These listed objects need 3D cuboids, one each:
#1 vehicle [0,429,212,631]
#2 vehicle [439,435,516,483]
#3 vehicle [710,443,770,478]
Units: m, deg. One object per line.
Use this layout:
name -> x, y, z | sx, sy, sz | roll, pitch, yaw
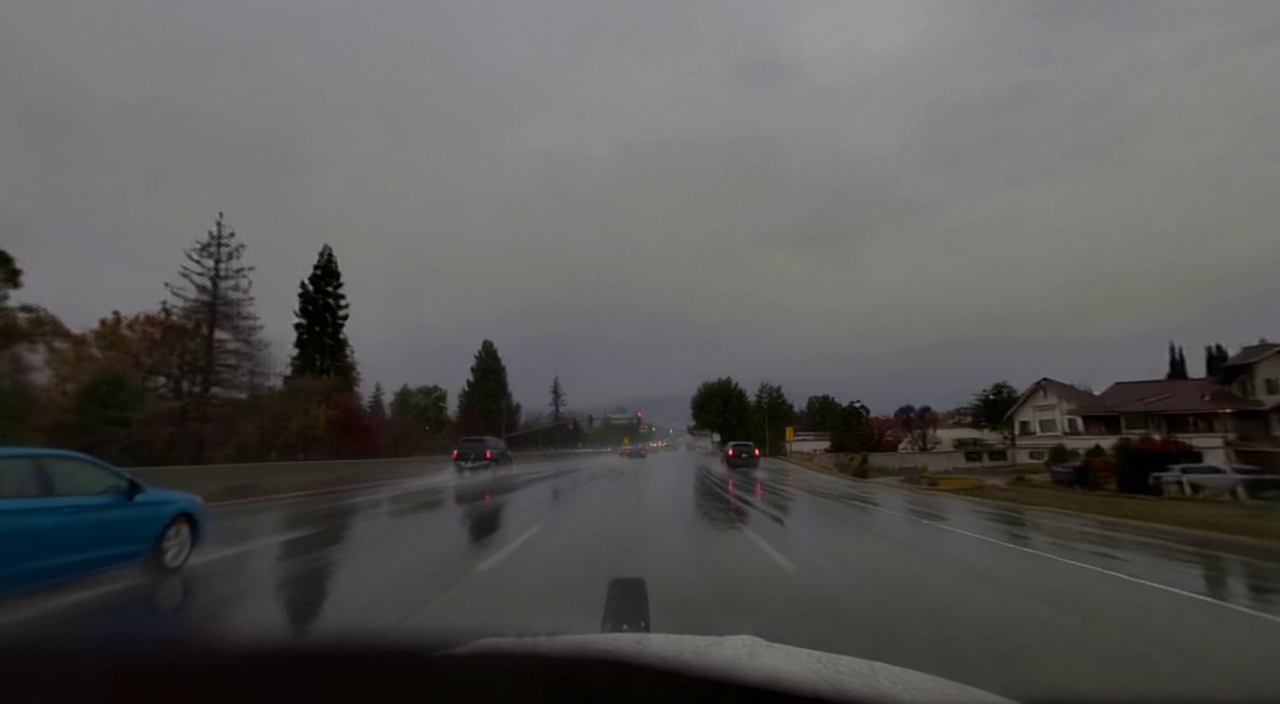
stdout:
vehicle -> -5.694, 1.331, 4.773 | 1.948, 1.475, 4.461 | 0, -8, -3
vehicle -> -6.764, 4.525, 26.858 | 2.122, 1.847, 4.696 | 0, -8, -2
vehicle -> 4.480, 4.918, 28.836 | 2.100, 1.472, 4.533 | 0, -8, 2
